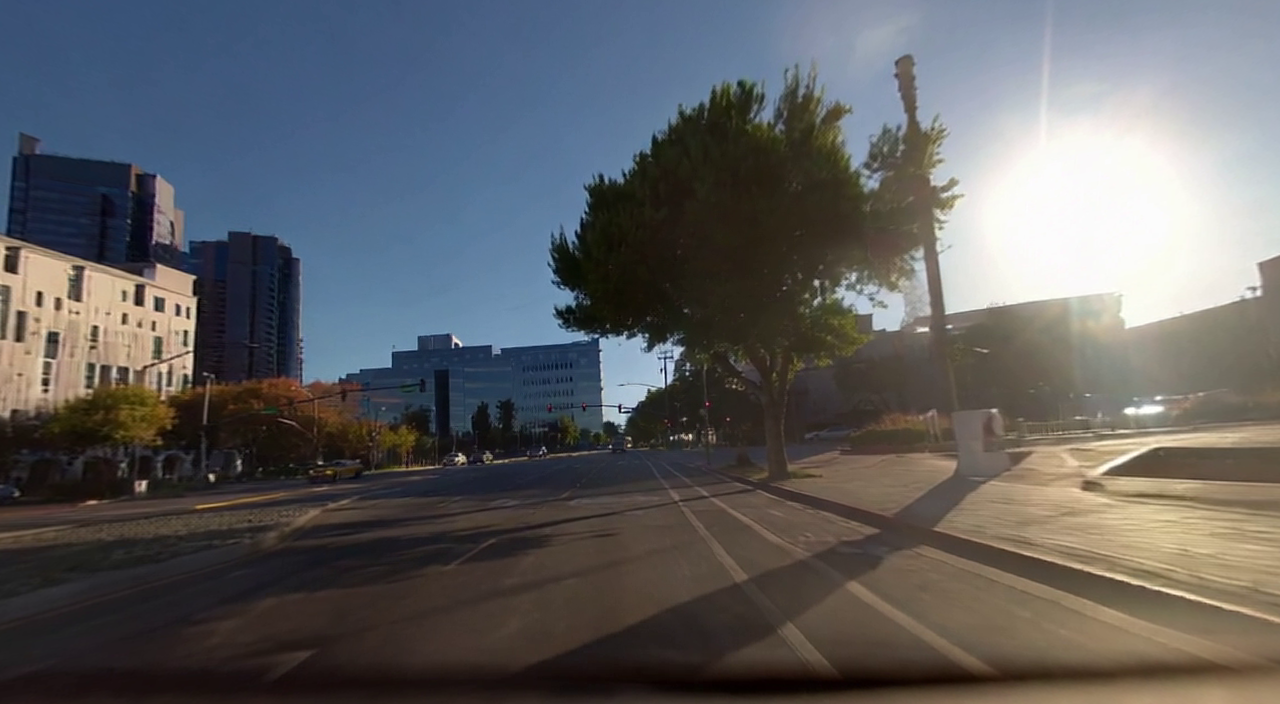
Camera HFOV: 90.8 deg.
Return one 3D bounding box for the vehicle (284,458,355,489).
[{"bbox_3d":[-19.926,7.548,39.456,2.223,1.728,4.250,0,-9,-1],"label":"vehicle"}]
